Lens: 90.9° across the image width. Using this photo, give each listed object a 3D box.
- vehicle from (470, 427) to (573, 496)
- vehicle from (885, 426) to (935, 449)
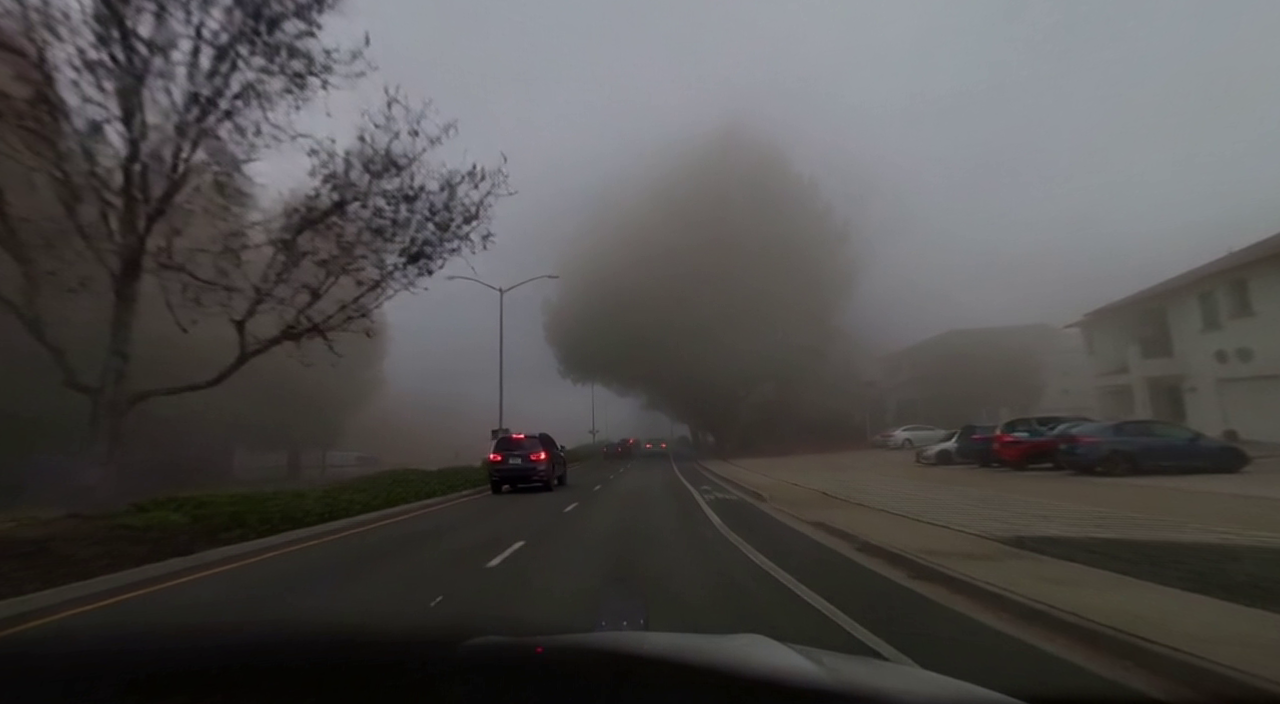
[{"bbox_3d":[-3.301,3.166,18.554,2.073,1.770,4.302,0,-8,2],"label":"vehicle"},{"bbox_3d":[18.959,6.078,44.513,1.939,1.477,5.129,-1,-8,8],"label":"vehicle"}]
